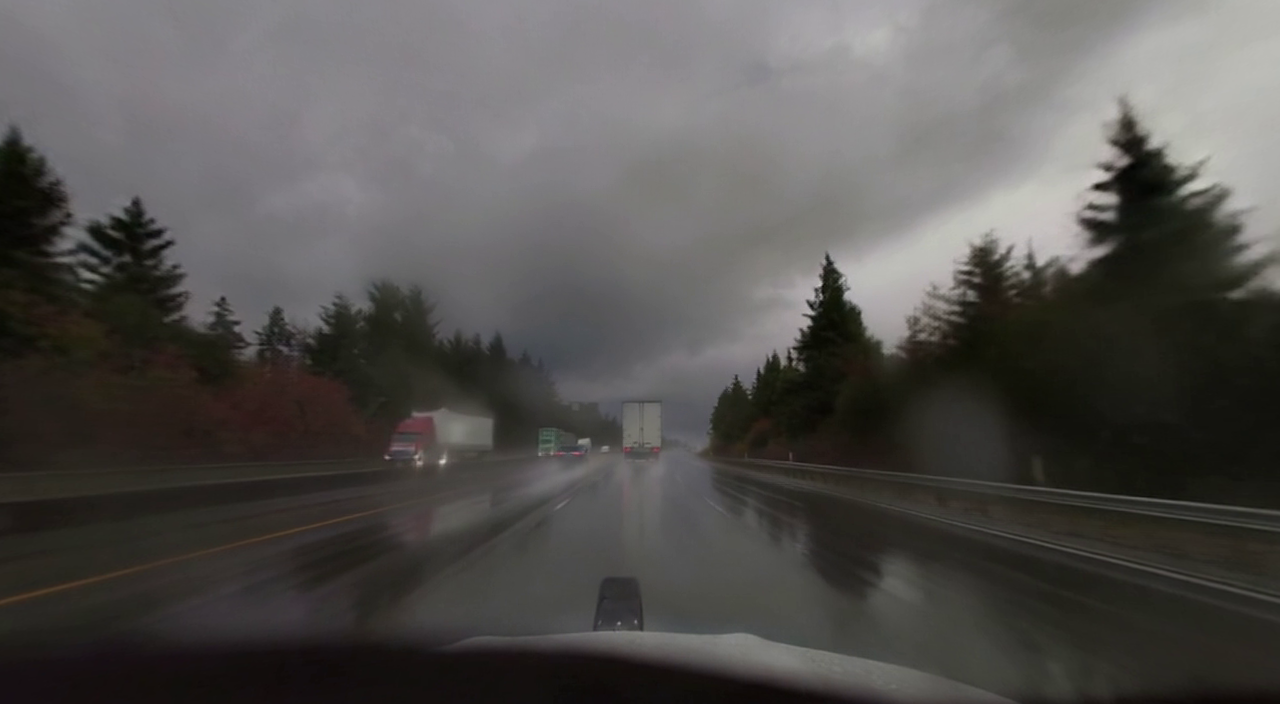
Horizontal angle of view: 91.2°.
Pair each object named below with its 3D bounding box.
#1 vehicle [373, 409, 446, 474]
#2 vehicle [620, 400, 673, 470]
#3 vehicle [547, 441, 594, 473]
[{"bbox_3d":[-14.613,5.749,40.046,2.934,3.940,3.841,0,-9,2],"label":"vehicle"},{"bbox_3d":[0.338,5.734,42.433,3.100,4.091,10.664,0,-9,0],"label":"vehicle"},{"bbox_3d":[-3.803,5.860,35.040,2.112,1.645,4.129,0,-9,0],"label":"vehicle"}]
